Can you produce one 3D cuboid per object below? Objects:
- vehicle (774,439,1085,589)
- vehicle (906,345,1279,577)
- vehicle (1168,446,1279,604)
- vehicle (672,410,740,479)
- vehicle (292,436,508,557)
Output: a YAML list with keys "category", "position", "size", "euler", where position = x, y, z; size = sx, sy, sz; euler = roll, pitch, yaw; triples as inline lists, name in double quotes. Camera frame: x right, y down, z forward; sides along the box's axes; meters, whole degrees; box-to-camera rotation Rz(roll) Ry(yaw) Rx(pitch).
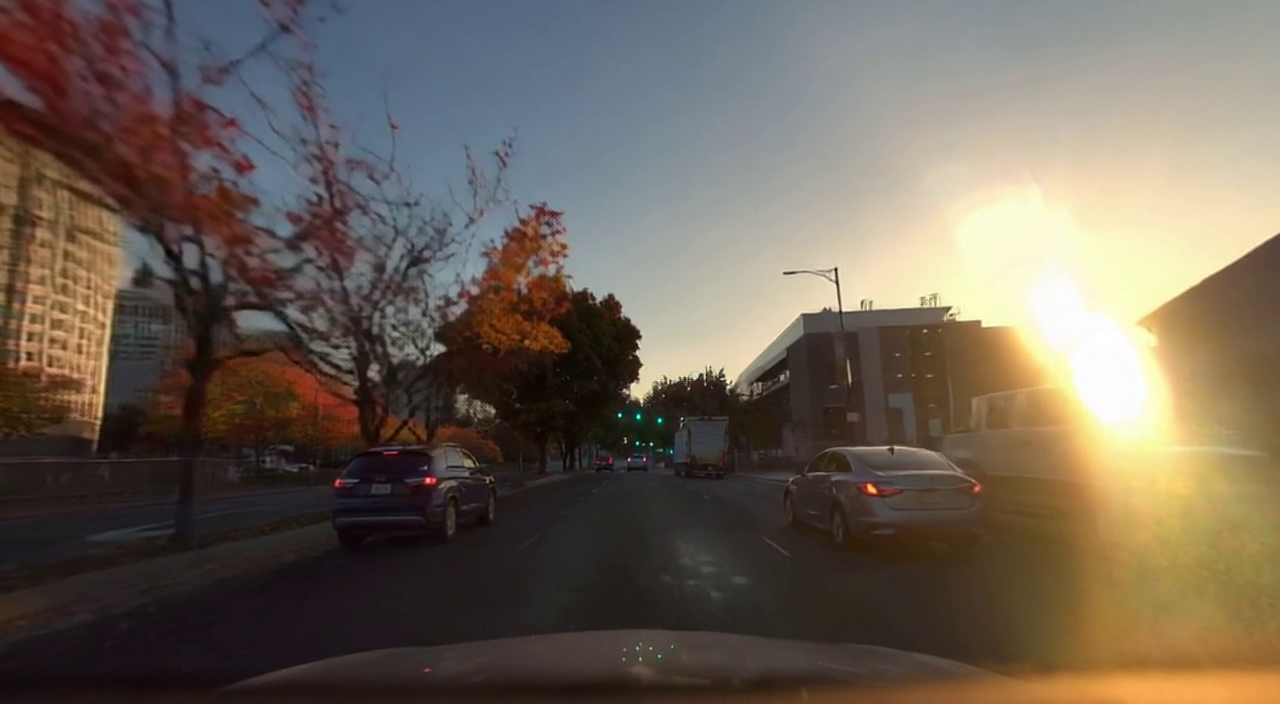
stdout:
- category: "vehicle"
  position: [3.390, 1.959, 8.739]
  size: [1.915, 1.449, 4.970]
  euler: [0, -8, -1]
- category: "vehicle"
  position: [6.873, 1.651, 10.210]
  size: [2.483, 2.707, 5.496]
  euler: [0, -8, -2]
- category: "vehicle"
  position: [6.864, 1.549, 5.437]
  size: [1.902, 1.430, 3.041]
  euler: [0, -8, 0]
- category: "vehicle"
  position: [3.843, 5.781, 39.601]
  size: [3.003, 3.680, 10.684]
  euler: [0, -8, -1]
- category: "vehicle"
  position: [-3.555, 2.185, 10.380]
  size: [1.751, 1.540, 4.481]
  euler: [0, -8, 1]
